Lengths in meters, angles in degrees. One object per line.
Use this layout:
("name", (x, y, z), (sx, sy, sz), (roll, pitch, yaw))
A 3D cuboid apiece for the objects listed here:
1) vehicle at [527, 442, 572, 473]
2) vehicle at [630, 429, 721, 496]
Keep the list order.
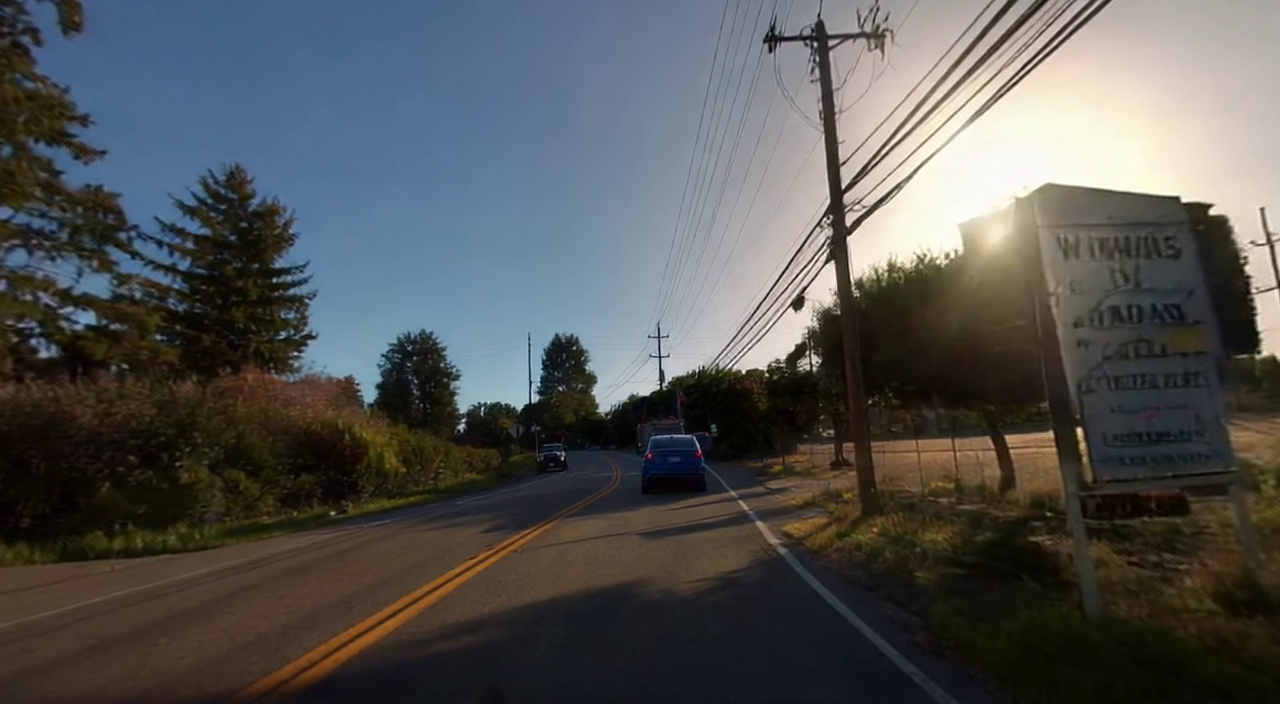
("vehicle", (-6.467, 7.404, 44.591), (2.668, 1.981, 5.575), (2, -9, -12))
("vehicle", (0.882, 2.820, 16.371), (2.081, 1.503, 3.726), (0, -8, 2))
